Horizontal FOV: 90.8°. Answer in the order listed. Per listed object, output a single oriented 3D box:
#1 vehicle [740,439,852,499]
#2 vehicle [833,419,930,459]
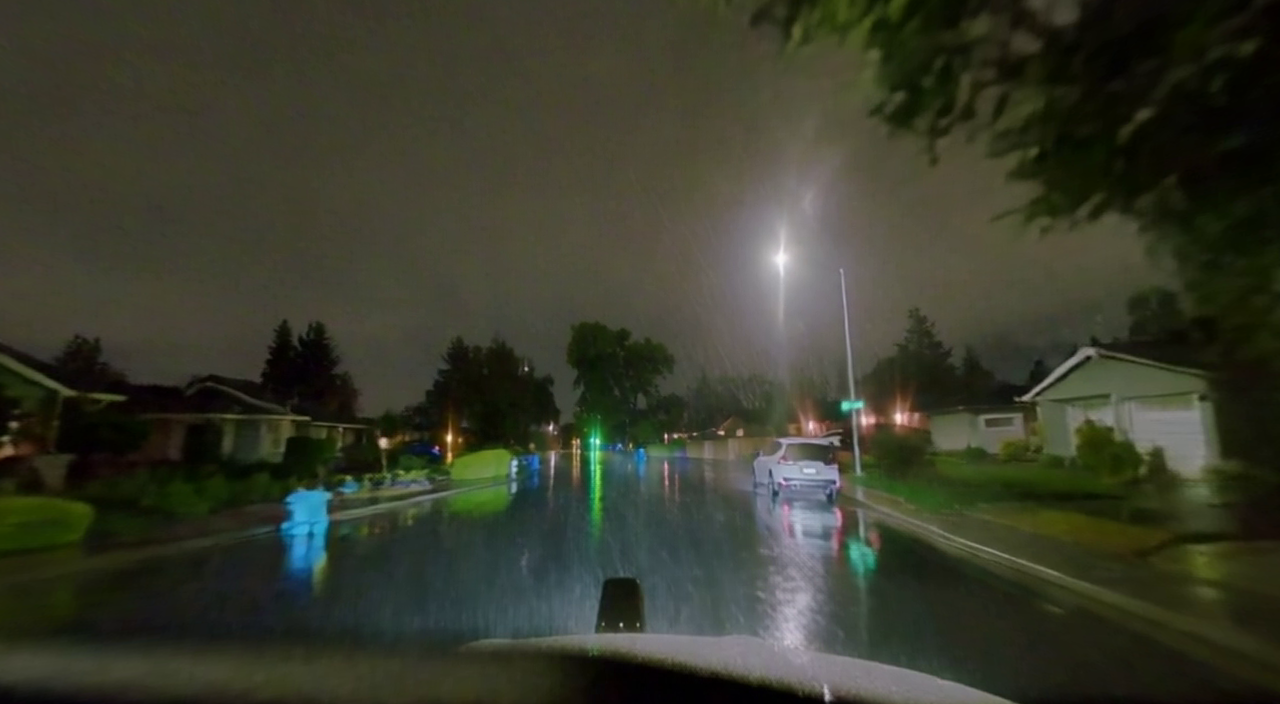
[{"bbox_3d":[4.456,3.426,18.881,2.088,1.522,4.449,0,-9,-2],"label":"vehicle"},{"bbox_3d":[13.276,4.813,34.858,4.421,1.703,1.927,-5,-8,-7],"label":"vehicle"}]
